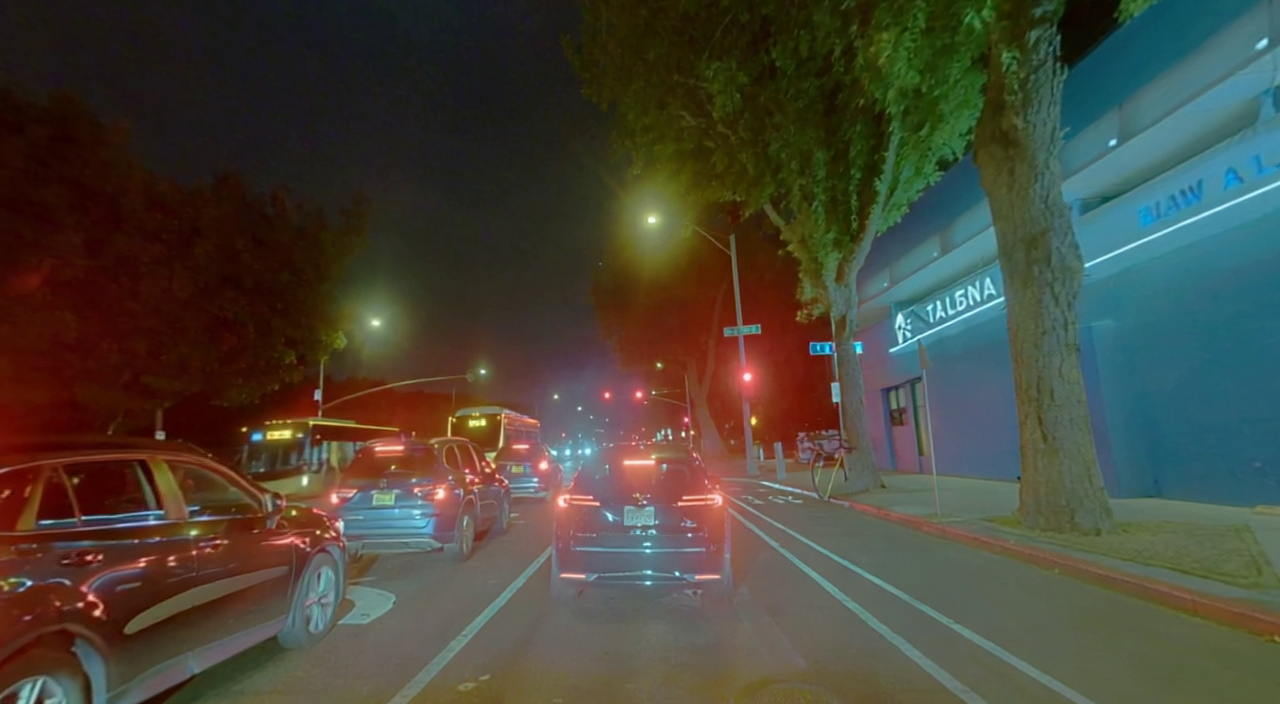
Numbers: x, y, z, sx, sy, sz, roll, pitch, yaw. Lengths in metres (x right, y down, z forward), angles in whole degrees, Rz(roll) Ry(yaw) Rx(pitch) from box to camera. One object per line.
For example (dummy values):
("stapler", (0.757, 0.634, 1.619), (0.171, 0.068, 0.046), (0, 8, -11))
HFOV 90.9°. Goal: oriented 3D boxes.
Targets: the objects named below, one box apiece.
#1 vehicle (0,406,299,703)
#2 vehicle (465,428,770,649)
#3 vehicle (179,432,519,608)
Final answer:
("vehicle", (-3.163, 0.867, 1.711), (1.867, 1.486, 4.452), (0, -8, 2))
("vehicle", (-0.138, 1.527, 6.171), (2.031, 1.461, 3.763), (0, -8, 0))
("vehicle", (-2.913, 1.760, 7.636), (1.944, 1.481, 4.385), (0, -8, 1))
